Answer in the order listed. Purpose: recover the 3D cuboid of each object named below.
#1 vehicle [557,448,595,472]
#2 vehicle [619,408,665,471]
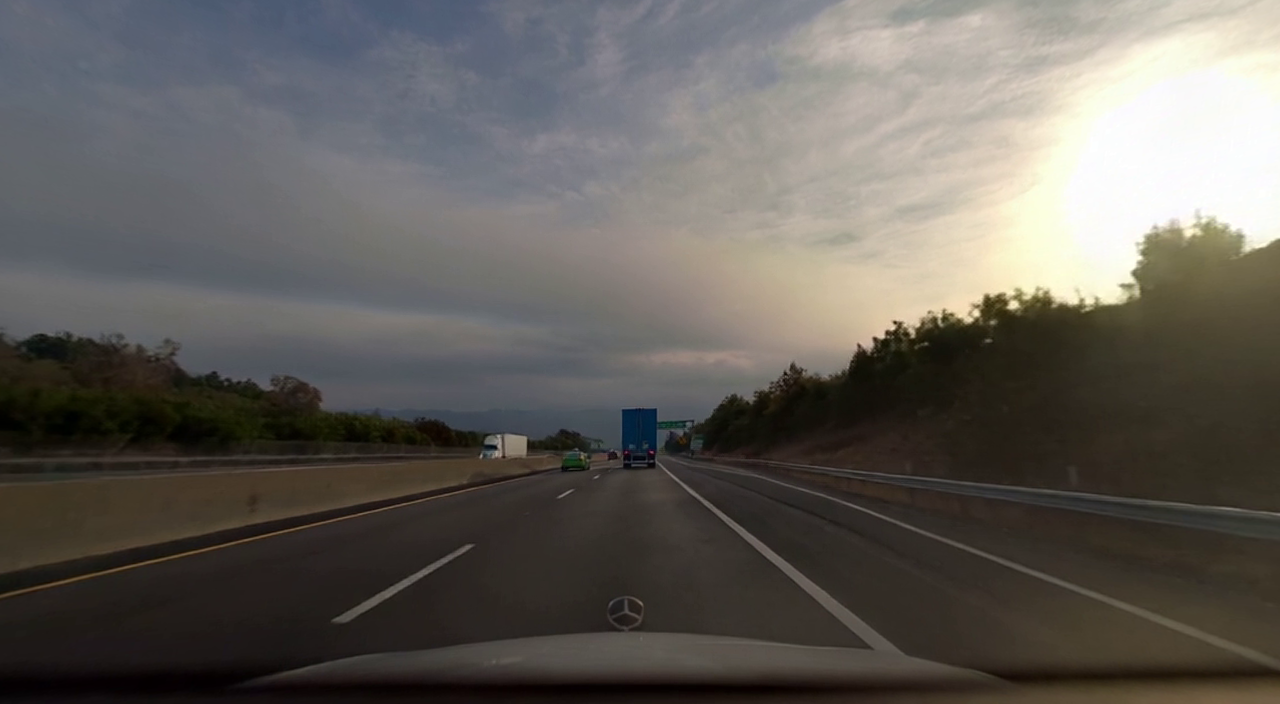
[{"bbox_3d":[-4.345,7.364,43.235,2.051,1.538,4.569,0,-9,1],"label":"vehicle"},{"bbox_3d":[0.163,6.348,45.159,2.899,3.966,10.053,0,-9,0],"label":"vehicle"}]
